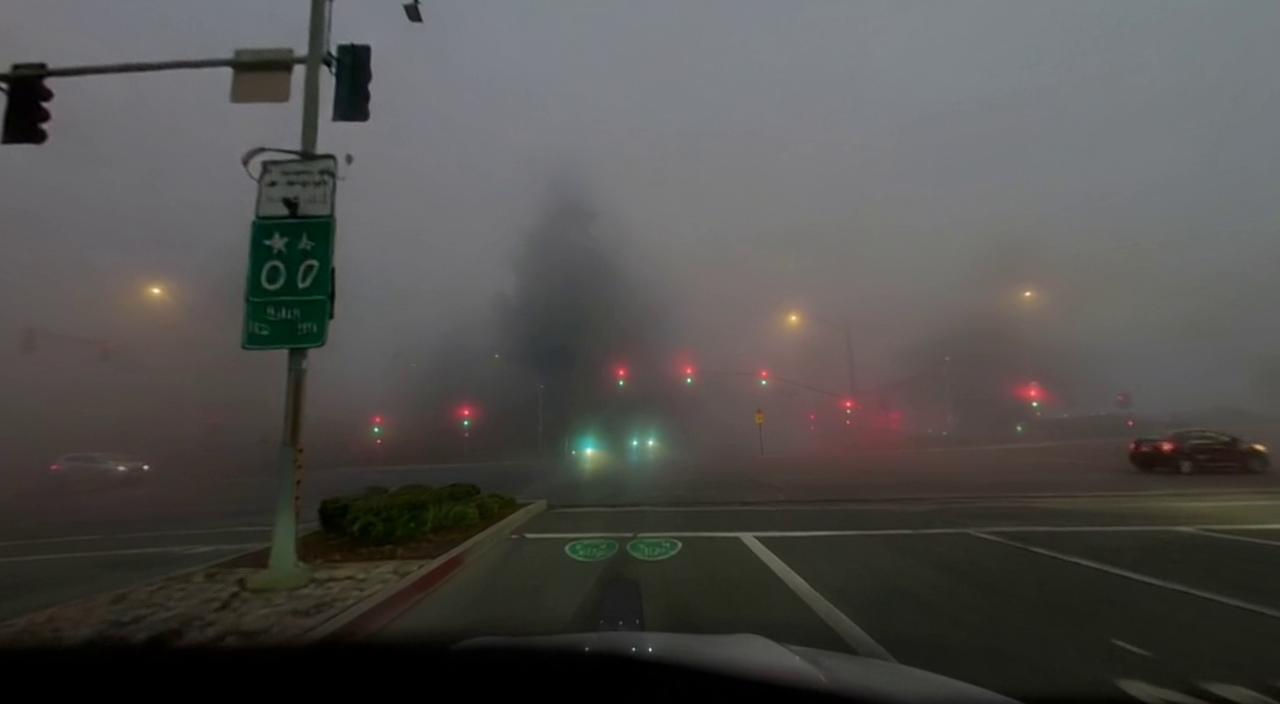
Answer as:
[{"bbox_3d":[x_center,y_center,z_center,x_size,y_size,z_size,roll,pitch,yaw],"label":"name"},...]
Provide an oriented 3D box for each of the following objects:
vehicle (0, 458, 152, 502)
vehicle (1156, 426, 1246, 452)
[{"bbox_3d":[-24.488,5.519,27.507,4.706,1.734,2.253,-1,-8,6],"label":"vehicle"},{"bbox_3d":[40.096,6.250,45.381,2.173,1.751,4.931,-1,-8,5],"label":"vehicle"}]
